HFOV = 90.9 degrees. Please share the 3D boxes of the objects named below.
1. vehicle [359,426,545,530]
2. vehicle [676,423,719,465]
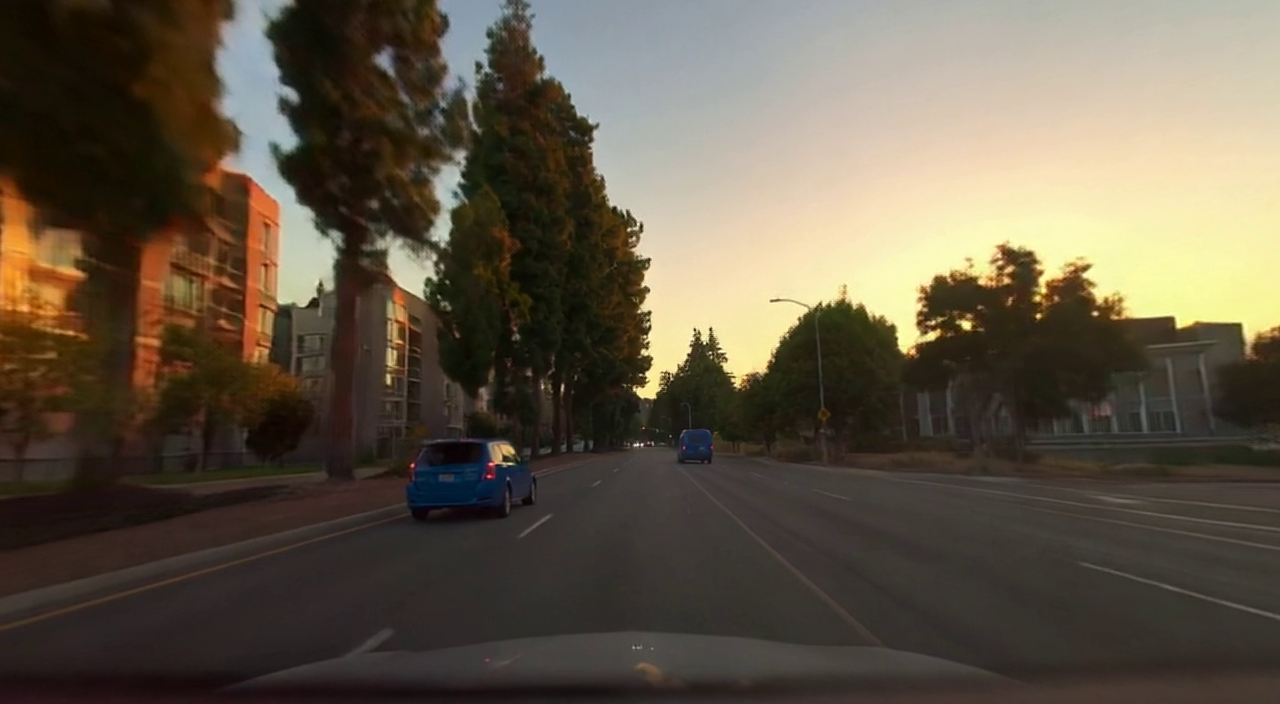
[{"bbox_3d":[-3.302,2.332,12.233,2.129,1.602,4.532,0,-9,1],"label":"vehicle"},{"bbox_3d":[3.851,6.337,43.184,2.349,2.671,5.744,0,-9,0],"label":"vehicle"}]
